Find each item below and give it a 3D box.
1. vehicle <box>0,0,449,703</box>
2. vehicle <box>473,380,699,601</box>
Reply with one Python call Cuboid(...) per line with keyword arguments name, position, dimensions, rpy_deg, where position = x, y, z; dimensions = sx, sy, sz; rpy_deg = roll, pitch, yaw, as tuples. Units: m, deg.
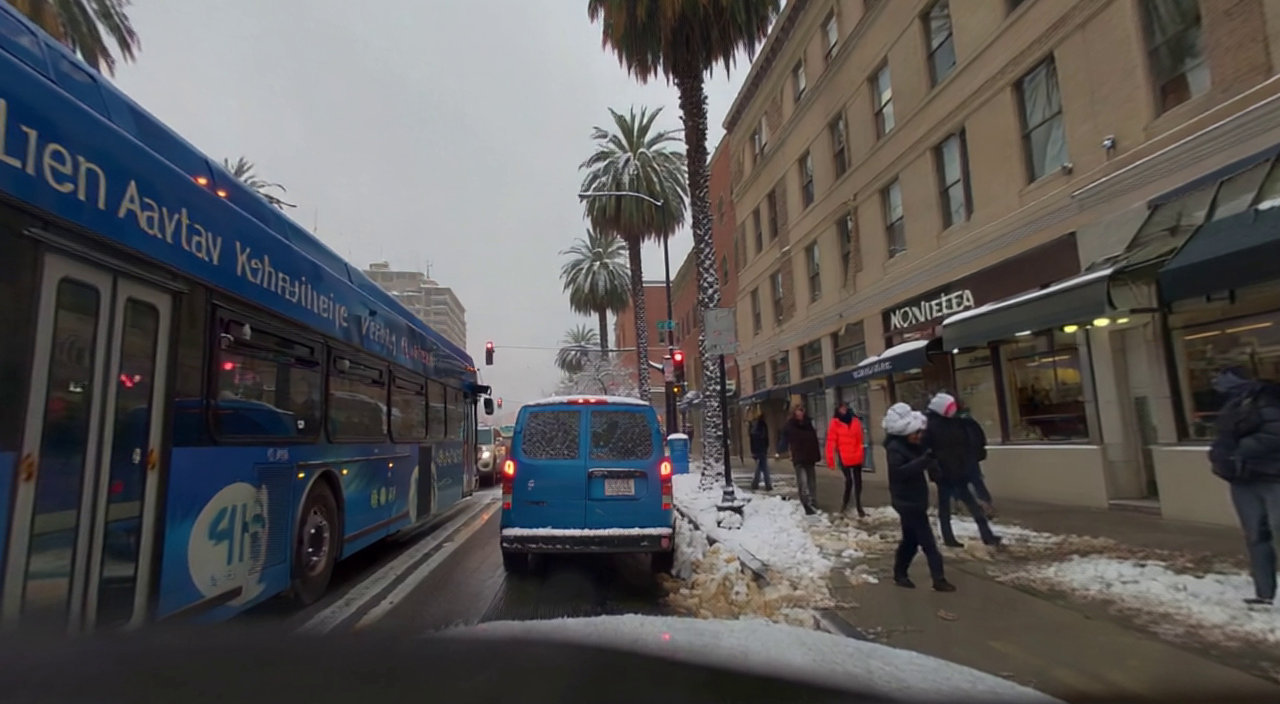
Cuboid(name="vehicle", position=(-3.805, 0.195, 3.299), dimensions=(2.863, 3.233, 11.573), rpy_deg=(1, -8, -4))
Cuboid(name="vehicle", position=(-0.790, 1.528, 7.798), dimensions=(2.002, 1.907, 4.211), rpy_deg=(1, -9, -9))
